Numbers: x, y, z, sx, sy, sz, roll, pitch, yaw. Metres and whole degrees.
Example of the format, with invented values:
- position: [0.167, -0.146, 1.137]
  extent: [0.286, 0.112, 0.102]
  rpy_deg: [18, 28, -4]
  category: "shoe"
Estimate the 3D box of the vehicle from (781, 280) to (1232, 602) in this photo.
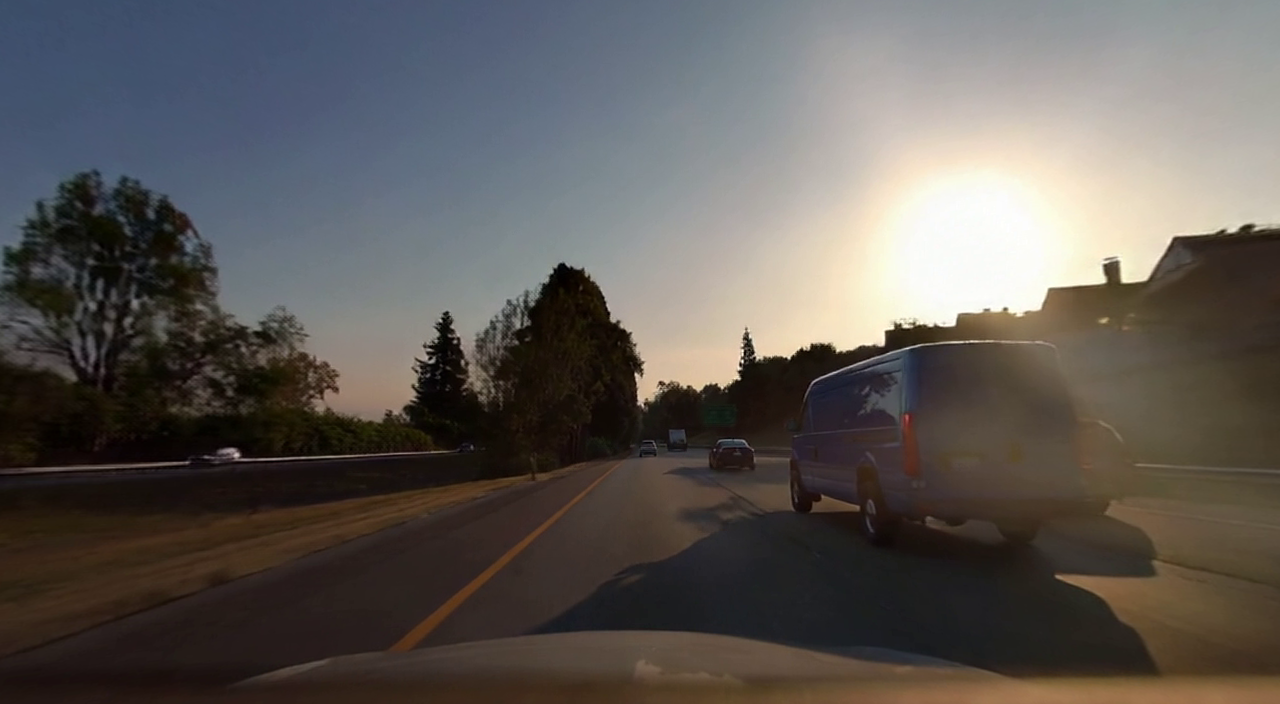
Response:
- position: [3.665, 1.130, 8.225]
  extent: [2.302, 2.670, 5.912]
  rpy_deg: [0, -8, 1]
  category: "vehicle"

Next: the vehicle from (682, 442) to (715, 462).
- position: [4.331, 7.500, 47.377]
  extent: [2.050, 1.448, 4.123]
  rpy_deg: [0, -8, -1]
  category: "vehicle"

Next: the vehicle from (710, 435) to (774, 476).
- position: [4.424, 4.550, 28.042]
  extent: [2.034, 1.651, 4.342]
  rpy_deg: [0, -8, -1]
  category: "vehicle"

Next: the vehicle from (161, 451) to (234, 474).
- position: [-31.681, 7.893, 45.331]
  extent: [1.865, 1.490, 4.651]
  rpy_deg: [0, -8, 1]
  category: "vehicle"
